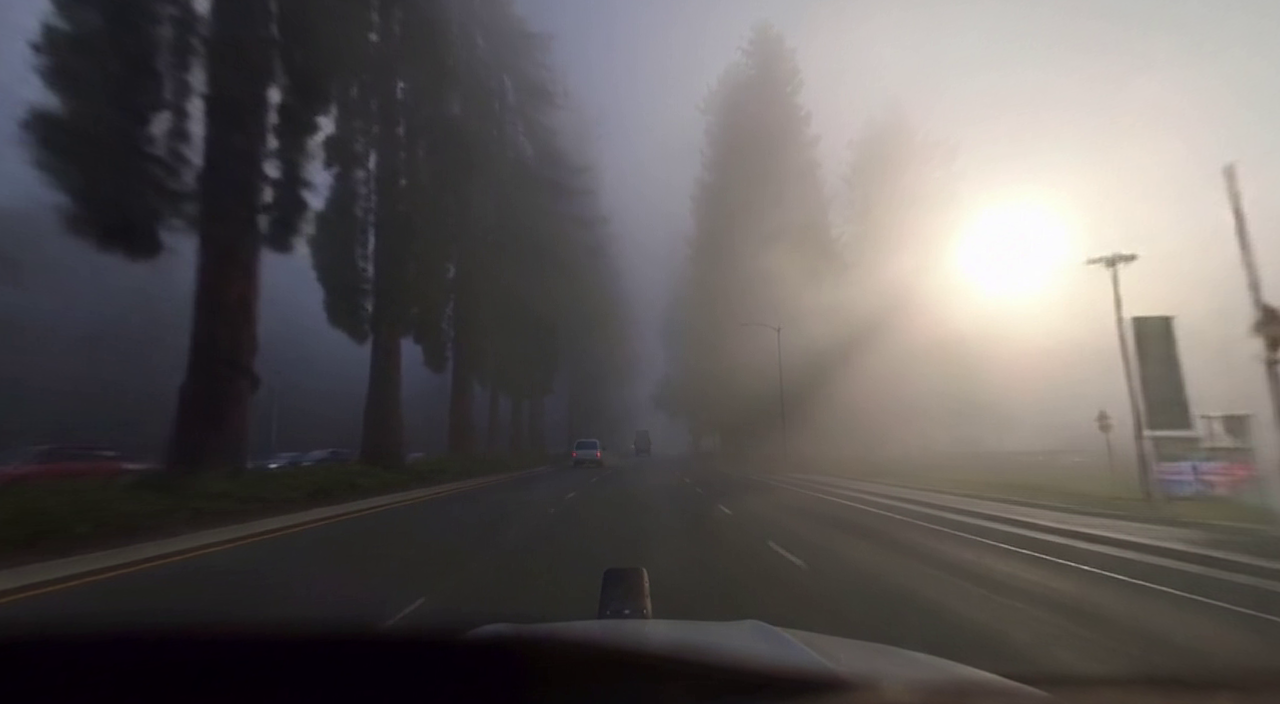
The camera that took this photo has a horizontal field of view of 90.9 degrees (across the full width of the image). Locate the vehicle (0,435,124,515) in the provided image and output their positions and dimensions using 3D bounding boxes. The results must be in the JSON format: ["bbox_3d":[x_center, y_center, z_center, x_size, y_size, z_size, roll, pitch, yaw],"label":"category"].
[{"bbox_3d":[-15.796,3.019,15.773,2.182,1.790,4.713,1,-9,-8],"label":"vehicle"}]

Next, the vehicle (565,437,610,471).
[{"bbox_3d":[-3.185,6.293,39.099,2.255,1.940,4.822,0,-8,1],"label":"vehicle"}]

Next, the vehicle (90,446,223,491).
[{"bbox_3d":[-20.157,4.842,26.586,2.002,1.691,4.375,0,-8,2],"label":"vehicle"}]

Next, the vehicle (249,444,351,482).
[{"bbox_3d":[-16.704,5.440,31.338,2.225,1.719,4.915,0,-8,2],"label":"vehicle"}]
